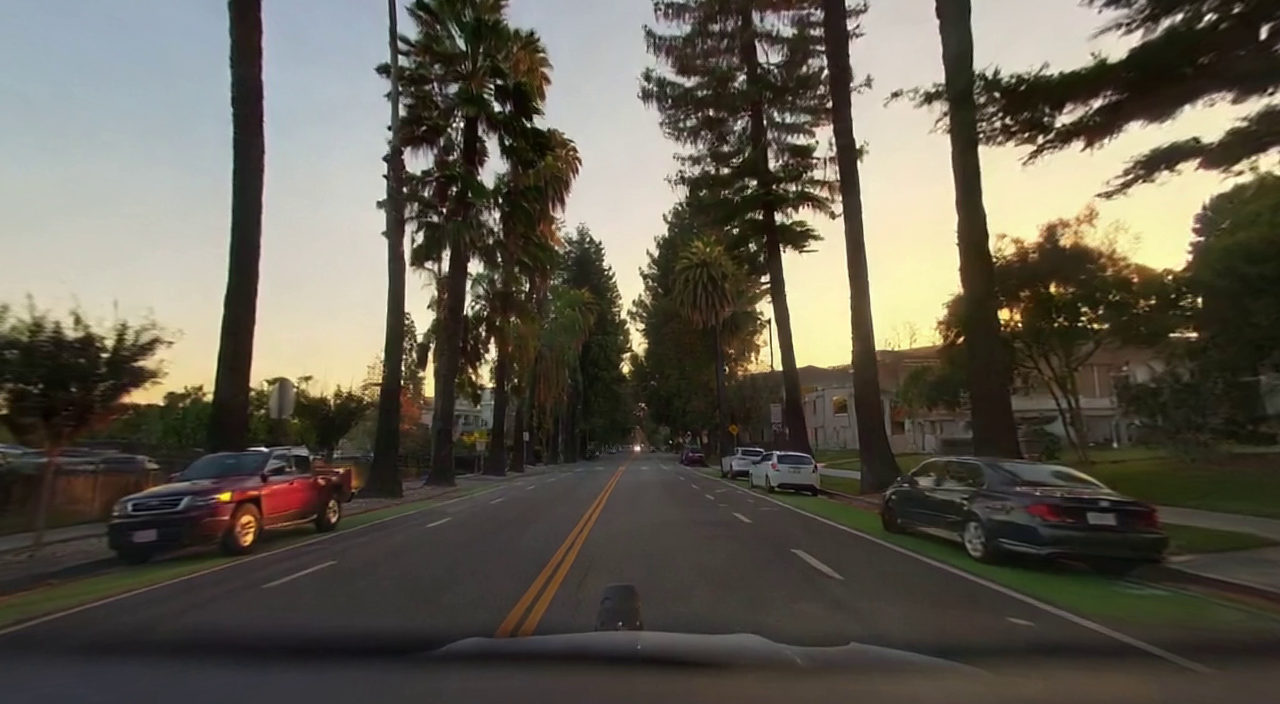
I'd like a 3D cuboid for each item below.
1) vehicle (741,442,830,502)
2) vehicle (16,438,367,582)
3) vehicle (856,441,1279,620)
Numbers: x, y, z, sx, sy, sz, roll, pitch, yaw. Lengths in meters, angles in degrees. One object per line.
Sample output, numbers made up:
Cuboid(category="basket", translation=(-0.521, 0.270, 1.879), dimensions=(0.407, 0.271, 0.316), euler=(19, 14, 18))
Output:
Cuboid(category="vehicle", translation=(4.640, 3.888, 20.862), dimensions=(2.000, 1.732, 4.298), euler=(-1, -9, 2))
Cuboid(category="vehicle", translation=(-6.902, 2.410, 10.775), dimensions=(2.220, 1.786, 5.161), euler=(-1, -8, 0))
Cuboid(category="vehicle", translation=(4.755, 1.927, 7.964), dimensions=(2.141, 1.480, 5.016), euler=(0, -9, -2))
